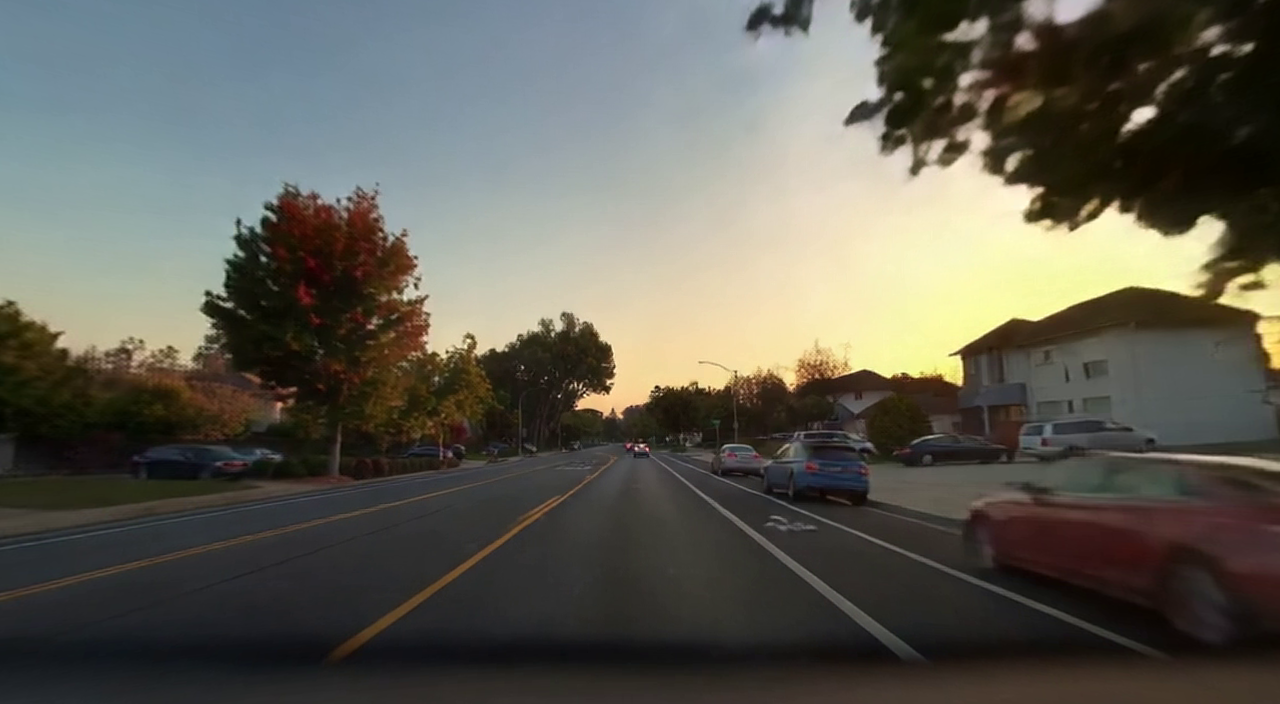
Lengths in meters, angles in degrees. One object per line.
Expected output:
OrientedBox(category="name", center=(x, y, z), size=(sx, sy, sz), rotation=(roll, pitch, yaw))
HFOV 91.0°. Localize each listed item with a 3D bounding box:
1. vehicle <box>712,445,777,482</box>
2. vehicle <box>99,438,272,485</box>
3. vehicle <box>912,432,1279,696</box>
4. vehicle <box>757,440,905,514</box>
OrientedBox(category="vehicle", center=(4.533, 4.925, 28.132), size=(1.980, 1.465, 4.970), rotation=(0, -8, -1))
OrientedBox(category="vehicle", center=(-19.393, 4.674, 27.058), size=(5.684, 1.934, 2.217), rotation=(0, -8, 1))
OrientedBox(category="vehicle", center=(4.521, 1.460, 5.347), size=(1.968, 1.467, 5.107), rotation=(0, -8, -2))
OrientedBox(category="vehicle", center=(4.399, 2.947, 15.461), size=(1.999, 1.512, 4.826), rotation=(0, -8, -2))
